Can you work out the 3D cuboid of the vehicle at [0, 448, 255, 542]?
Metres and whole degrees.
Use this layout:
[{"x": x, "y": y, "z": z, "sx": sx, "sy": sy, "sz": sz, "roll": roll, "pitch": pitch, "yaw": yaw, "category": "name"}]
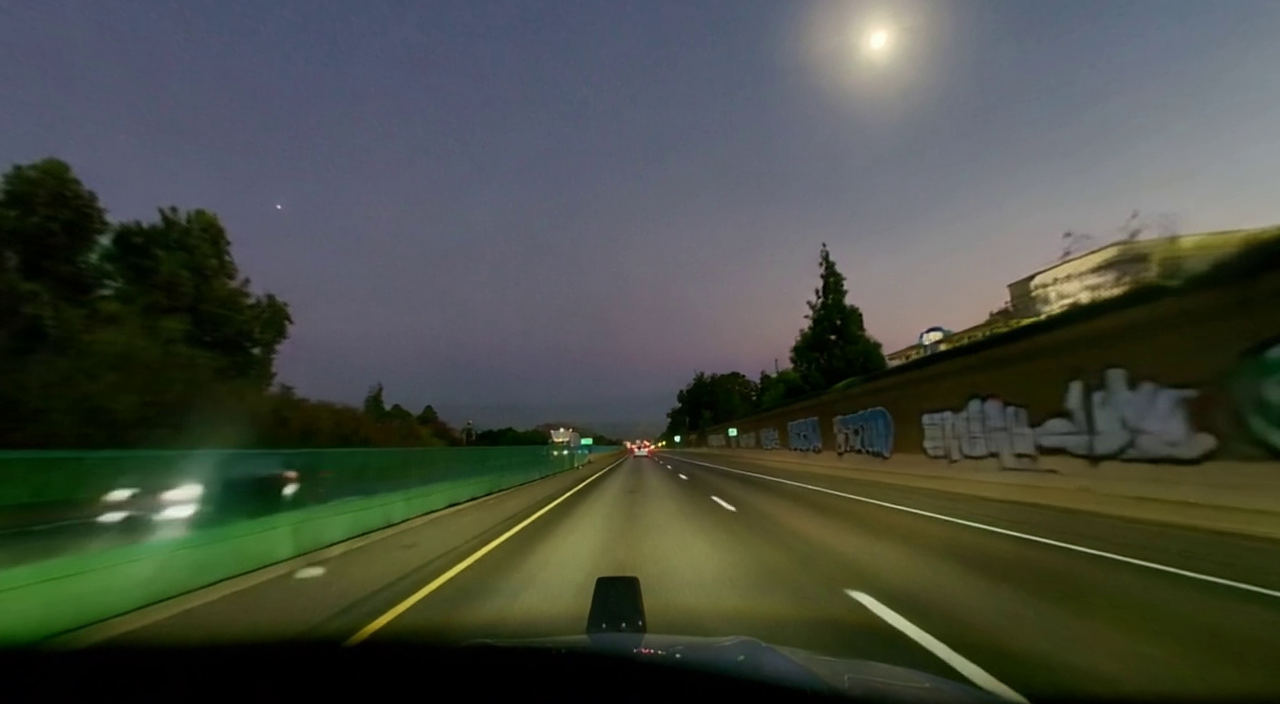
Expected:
[{"x": -10.324, "y": 2.812, "z": 13.094, "sx": 1.933, "sy": 1.599, "sz": 4.198, "roll": 0, "pitch": -8, "yaw": 0, "category": "vehicle"}]
